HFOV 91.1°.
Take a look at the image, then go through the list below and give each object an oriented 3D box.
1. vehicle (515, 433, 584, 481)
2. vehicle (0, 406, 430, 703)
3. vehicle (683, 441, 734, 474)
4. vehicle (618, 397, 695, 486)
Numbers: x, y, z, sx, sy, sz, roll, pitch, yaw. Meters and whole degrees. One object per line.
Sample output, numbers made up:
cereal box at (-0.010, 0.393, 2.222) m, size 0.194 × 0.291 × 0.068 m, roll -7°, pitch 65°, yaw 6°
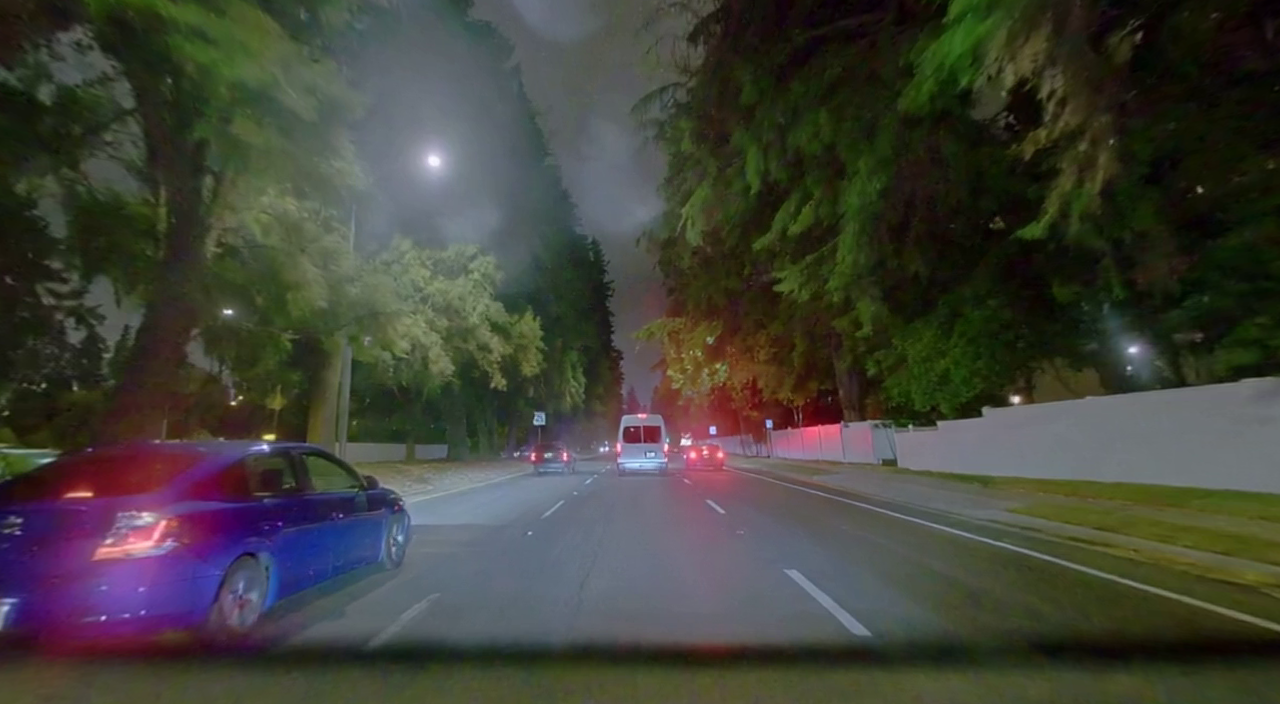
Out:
vehicle at (-3.465, 4.101, 24.832) m, size 2.021 × 1.715 × 4.329 m, roll 0°, pitch -8°, yaw 0°
vehicle at (-3.563, 1.325, 5.152) m, size 2.036 × 1.474 × 4.647 m, roll 0°, pitch -8°, yaw 0°
vehicle at (3.257, 5.076, 30.521) m, size 1.945 × 1.469 × 4.258 m, roll 0°, pitch -8°, yaw -1°
vehicle at (0.414, 3.205, 22.507) m, size 2.311 × 2.726 × 5.814 m, roll 0°, pitch -8°, yaw -3°
